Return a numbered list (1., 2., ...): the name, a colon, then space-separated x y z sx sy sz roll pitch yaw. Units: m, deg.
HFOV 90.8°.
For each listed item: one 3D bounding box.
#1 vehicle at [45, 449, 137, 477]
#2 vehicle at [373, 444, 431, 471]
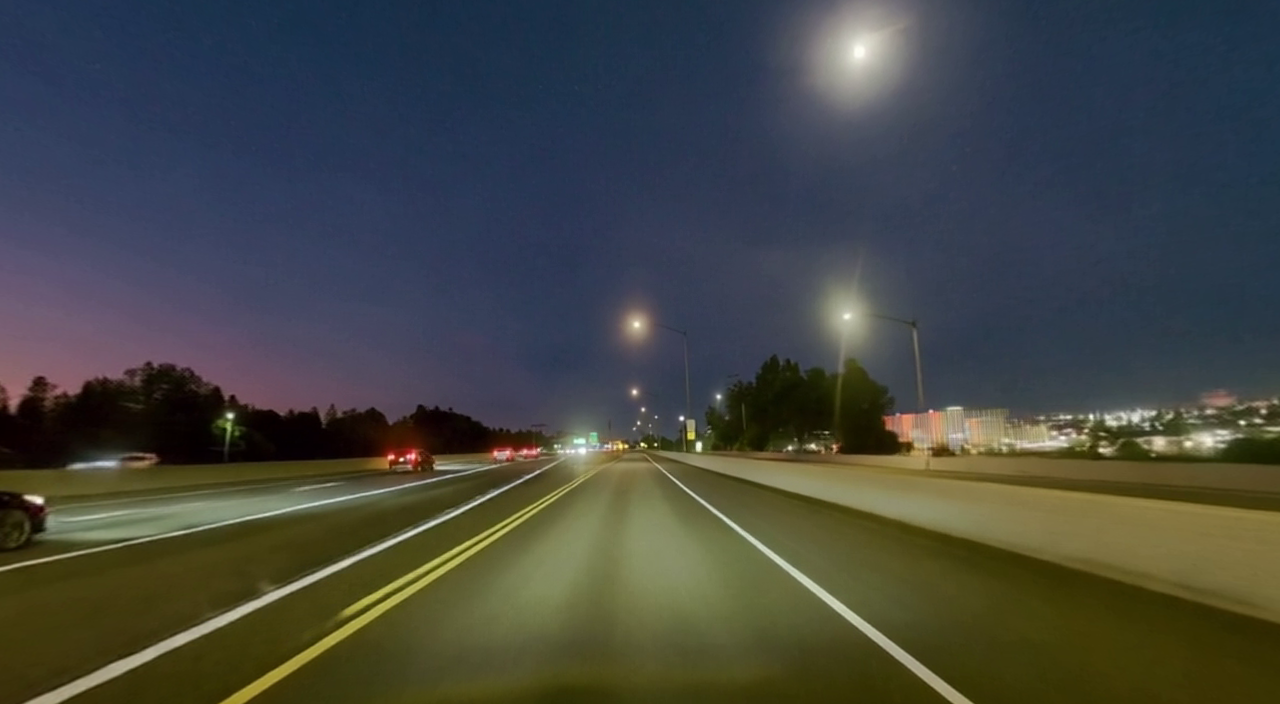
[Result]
1. vehicle: -32.785 6.673 37.889 1.884 1.466 4.266 -2 -10 -4
2. vehicle: -15.836 7.036 42.362 2.126 1.671 5.173 0 -8 -4
